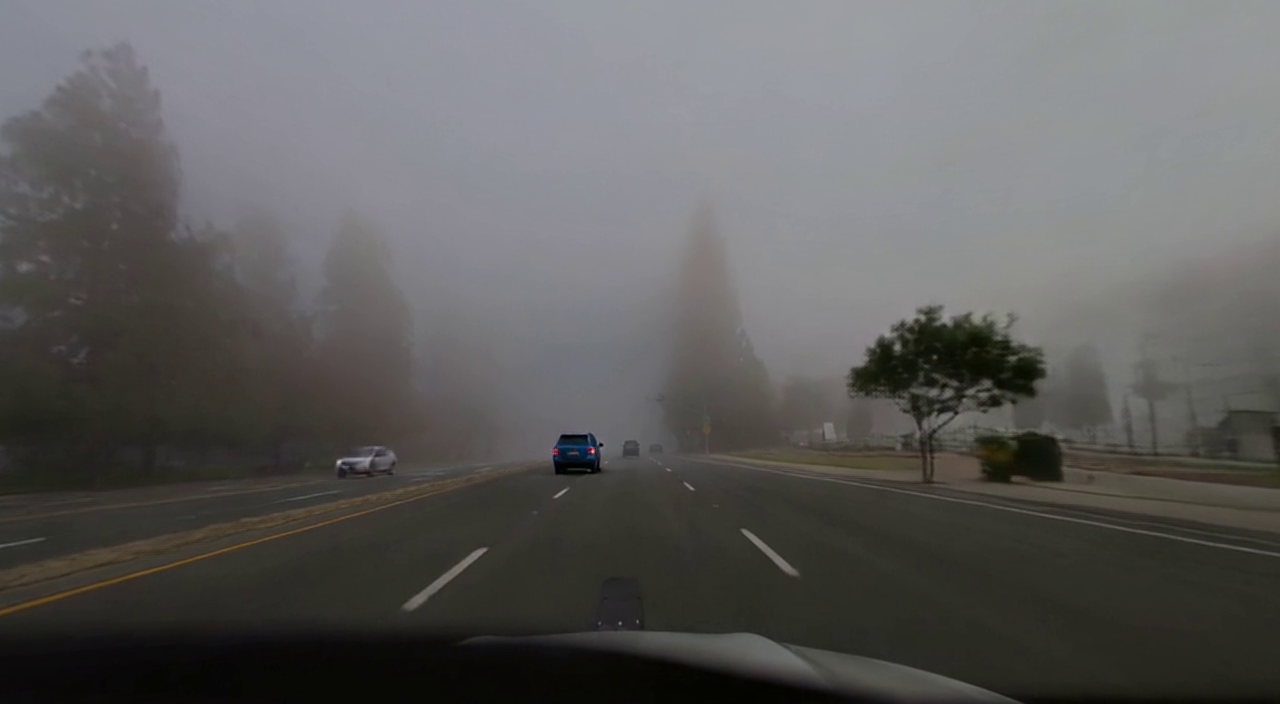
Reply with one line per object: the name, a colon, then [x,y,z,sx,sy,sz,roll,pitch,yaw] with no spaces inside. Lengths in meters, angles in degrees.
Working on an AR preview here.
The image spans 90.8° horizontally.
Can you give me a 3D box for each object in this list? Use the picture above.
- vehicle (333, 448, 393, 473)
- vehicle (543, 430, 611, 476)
vehicle: [-17.716,6.927,40.676,1.895,1.502,4.711,0,-9,-2]
vehicle: [-2.432,4.084,25.648,2.174,1.703,4.231,0,-9,2]
